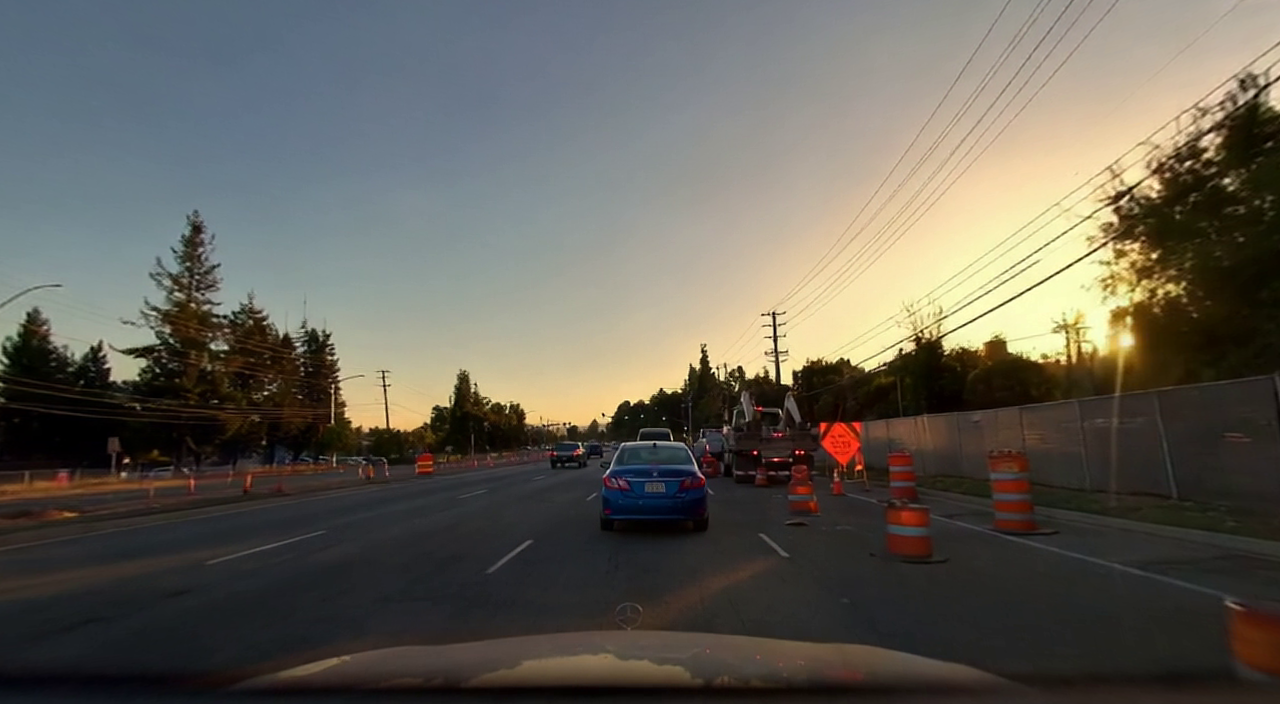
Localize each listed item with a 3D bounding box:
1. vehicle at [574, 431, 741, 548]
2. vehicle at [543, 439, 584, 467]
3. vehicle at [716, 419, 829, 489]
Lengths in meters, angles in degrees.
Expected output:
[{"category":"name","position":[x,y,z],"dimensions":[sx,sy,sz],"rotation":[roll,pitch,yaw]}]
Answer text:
[{"category":"vehicle","position":[0.232,2.077,10.222],"dimensions":[2.128,1.473,4.272],"rotation":[0,-8,0]},{"category":"vehicle","position":[-4.993,6.641,41.763],"dimensions":[1.963,1.721,4.467],"rotation":[-1,-8,3]},{"category":"vehicle","position":[4.225,3.429,21.425],"dimensions":[2.555,2.017,6.201],"rotation":[0,-8,1]}]
